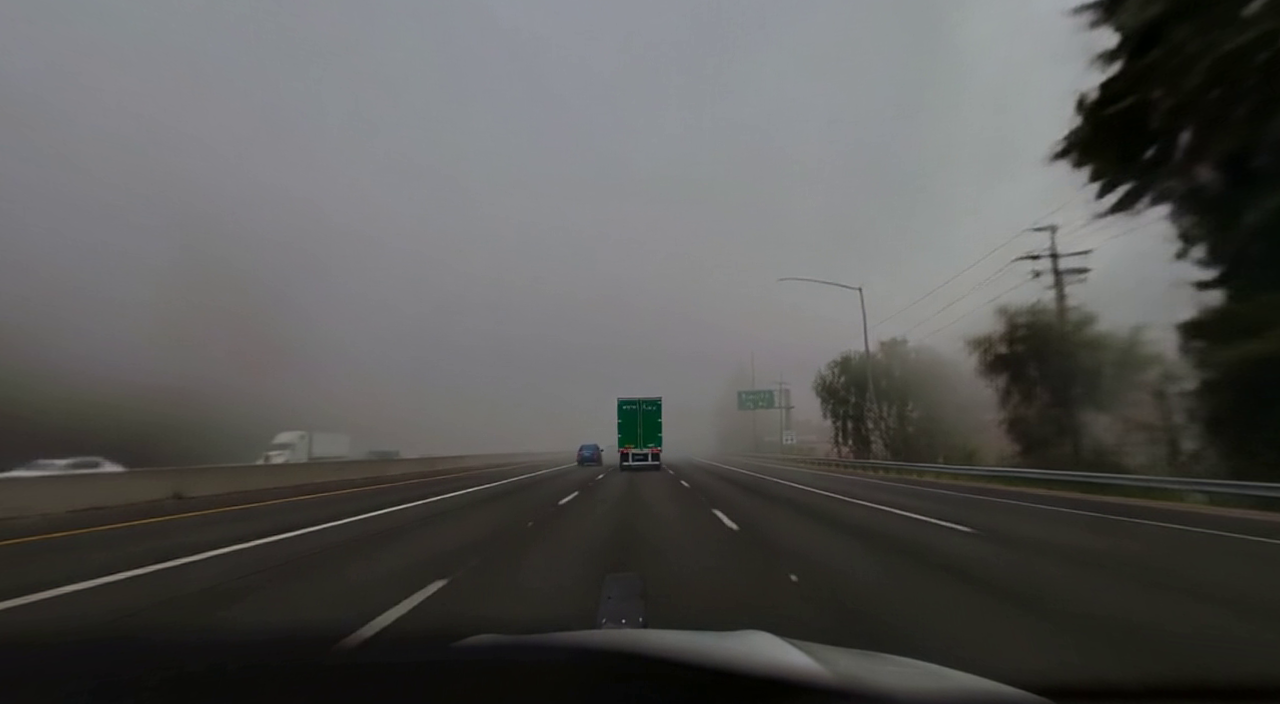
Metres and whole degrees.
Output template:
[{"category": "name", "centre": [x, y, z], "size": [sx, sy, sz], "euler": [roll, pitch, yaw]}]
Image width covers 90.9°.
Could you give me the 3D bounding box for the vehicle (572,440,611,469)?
[{"category": "vehicle", "centre": [-3.371, 7.231, 44.786], "size": [2.293, 1.923, 5.141], "euler": [0, -9, 0]}]

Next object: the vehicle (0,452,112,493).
[{"category": "vehicle", "centre": [-25.329, 4.992, 26.511], "size": [1.851, 1.529, 5.041], "euler": [0, -9, 0]}]

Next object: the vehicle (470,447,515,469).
[{"category": "vehicle", "centre": [-10.554, 7.595, 45.404], "size": [2.012, 1.509, 4.789], "euler": [0, -9, 1]}]

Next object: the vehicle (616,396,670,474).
[{"category": "vehicle", "centre": [0.241, 5.414, 40.293], "size": [2.879, 4.085, 13.125], "euler": [0, -9, 1]}]
